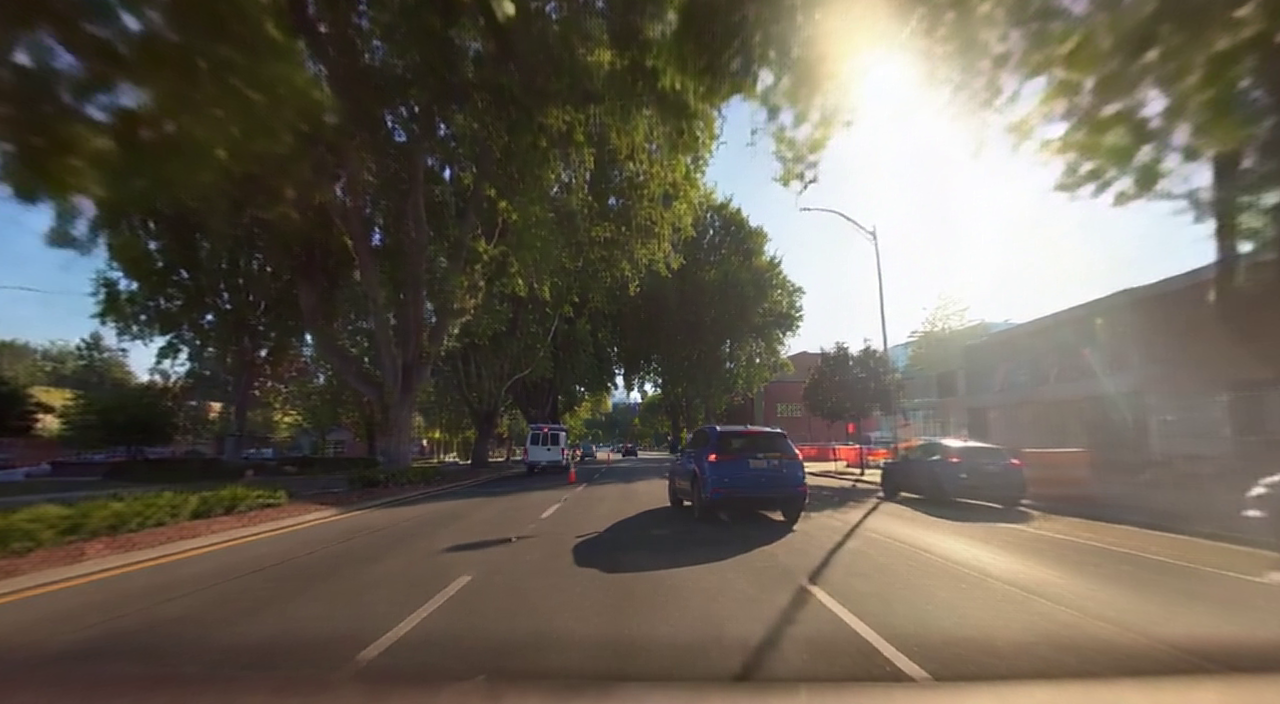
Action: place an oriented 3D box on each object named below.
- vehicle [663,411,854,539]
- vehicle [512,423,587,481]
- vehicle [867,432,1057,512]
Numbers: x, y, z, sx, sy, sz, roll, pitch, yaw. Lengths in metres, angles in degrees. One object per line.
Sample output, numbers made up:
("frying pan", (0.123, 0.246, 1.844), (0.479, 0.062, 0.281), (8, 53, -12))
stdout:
("vehicle", (1.701, 1.991, 10.782), (2.168, 1.725, 4.192), (1, -9, -4))
("vehicle", (-3.525, 4.060, 25.832), (2.357, 2.063, 5.488), (0, -9, -1))
("vehicle", (6.835, 2.577, 14.051), (1.853, 1.483, 4.313), (0, -9, -1))
